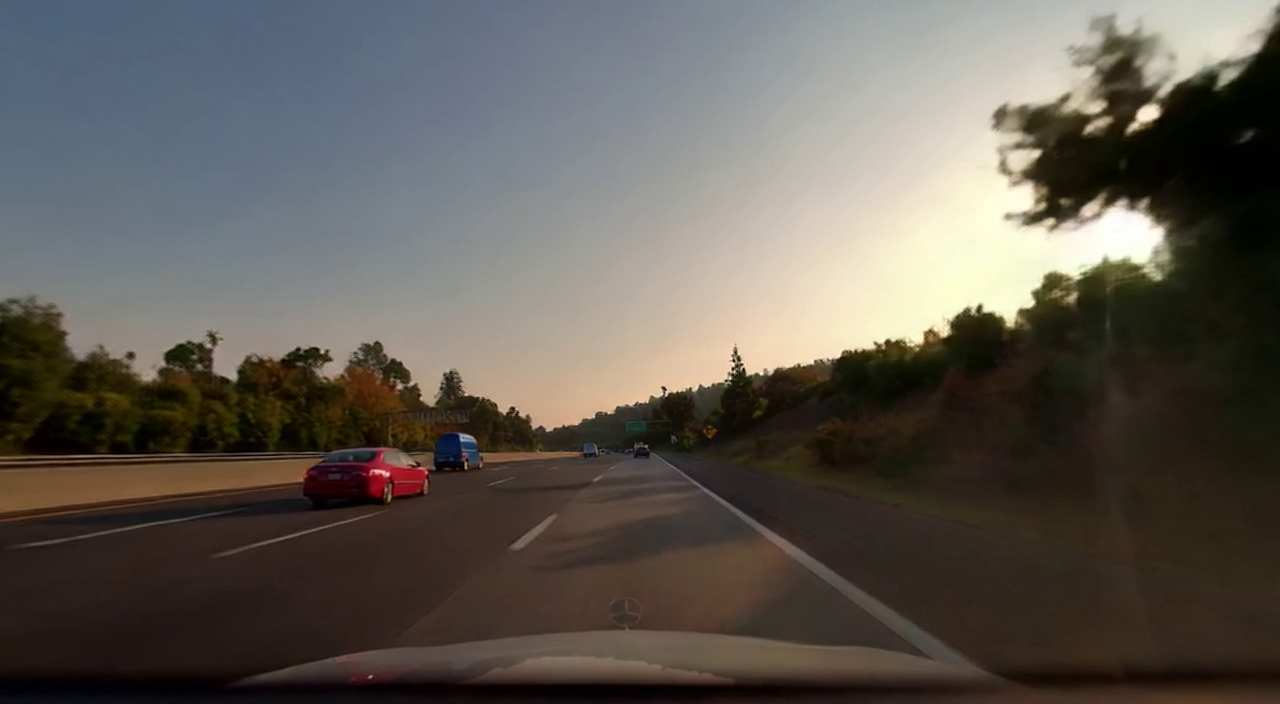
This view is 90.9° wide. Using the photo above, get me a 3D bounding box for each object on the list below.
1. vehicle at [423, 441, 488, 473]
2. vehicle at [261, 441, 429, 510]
[{"bbox_3d":[-10.942,6.244,37.788,2.249,1.735,5.018,-1,-8,2],"label":"vehicle"},{"bbox_3d":[-7.270,3.048,16.224,1.981,1.486,4.735,0,-8,1],"label":"vehicle"}]
